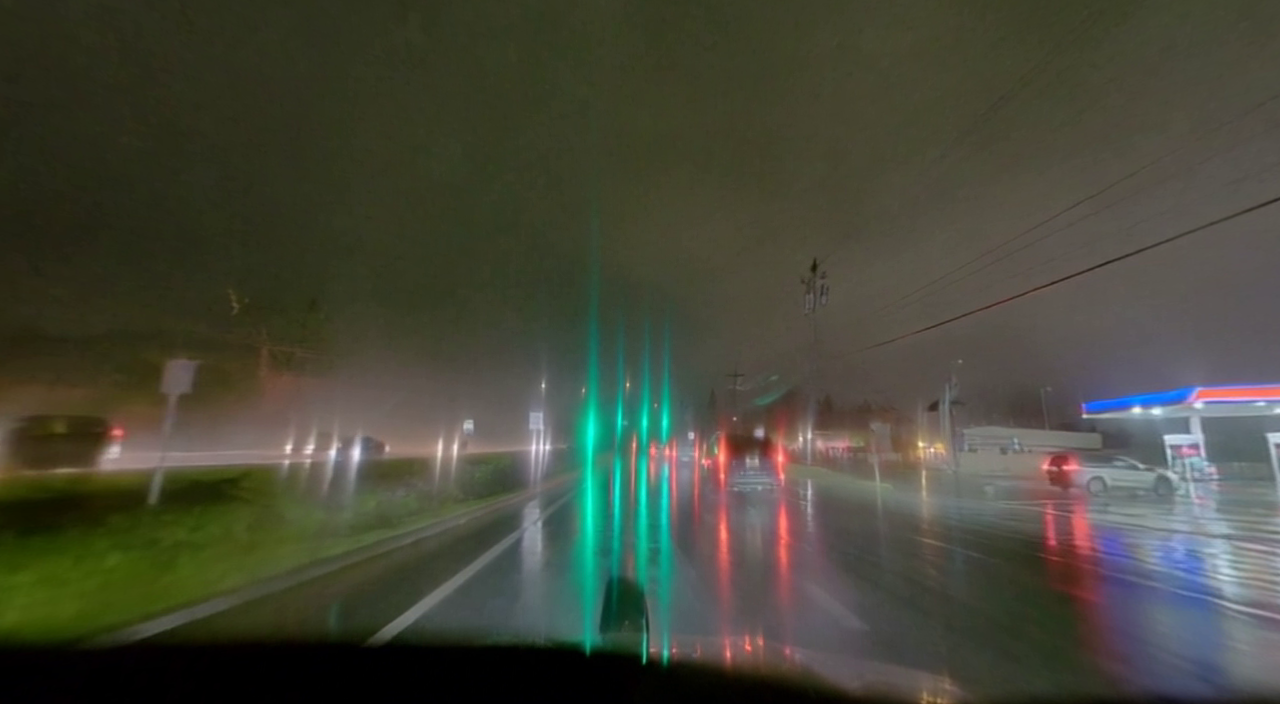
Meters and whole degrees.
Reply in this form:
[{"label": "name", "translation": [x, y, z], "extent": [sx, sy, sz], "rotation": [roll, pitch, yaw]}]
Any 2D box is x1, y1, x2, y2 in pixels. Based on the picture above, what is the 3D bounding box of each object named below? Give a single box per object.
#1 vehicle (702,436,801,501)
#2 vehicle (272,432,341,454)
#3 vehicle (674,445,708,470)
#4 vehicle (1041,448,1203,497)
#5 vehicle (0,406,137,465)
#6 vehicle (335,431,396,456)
[{"label": "vehicle", "translation": [3.314, 3.563, 19.813], "extent": [2.184, 1.777, 4.712], "rotation": [0, -8, -1]}, {"label": "vehicle", "translation": [-22.979, 6.314, 43.622], "extent": [2.036, 1.459, 4.574], "rotation": [-1, -8, 4]}, {"label": "vehicle", "translation": [3.506, 7.349, 44.031], "extent": [2.012, 1.612, 4.114], "rotation": [0, -8, 0]}, {"label": "vehicle", "translation": [18.017, 4.498, 23.683], "extent": [4.587, 1.710, 1.969], "rotation": [1, -9, -5]}, {"label": "vehicle", "translation": [-20.133, 2.825, 20.998], "extent": [2.037, 1.761, 5.401], "rotation": [0, -8, 3]}, {"label": "vehicle", "translation": [-19.123, 6.397, 44.115], "extent": [1.941, 1.629, 4.557], "rotation": [-1, -8, 4]}]
